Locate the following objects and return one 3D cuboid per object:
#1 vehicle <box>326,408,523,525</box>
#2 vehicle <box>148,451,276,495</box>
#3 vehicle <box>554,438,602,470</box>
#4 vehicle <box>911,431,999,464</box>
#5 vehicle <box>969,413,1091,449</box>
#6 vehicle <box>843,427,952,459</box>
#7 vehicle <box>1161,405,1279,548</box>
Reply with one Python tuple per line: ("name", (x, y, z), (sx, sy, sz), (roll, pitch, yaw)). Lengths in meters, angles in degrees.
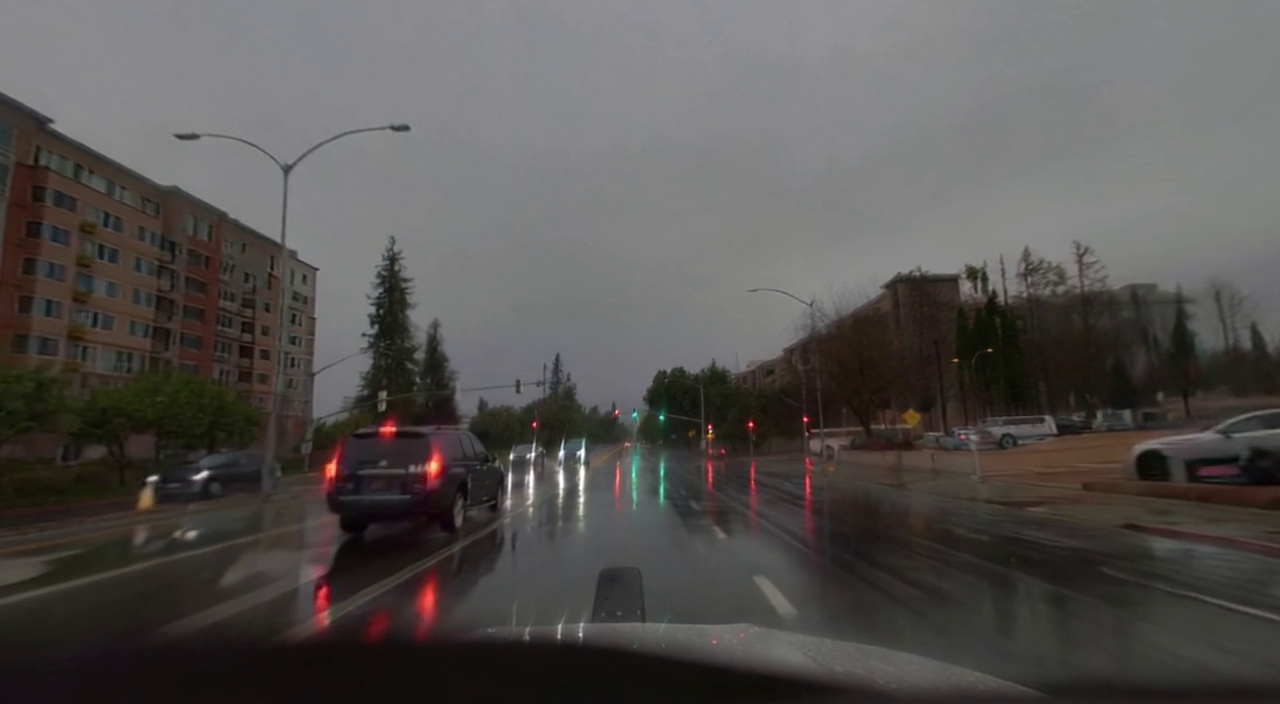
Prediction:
("vehicle", (-3.970, 2.230, 12.786), (2.220, 1.888, 4.904), (0, -8, 0))
("vehicle", (-15.979, 4.509, 23.895), (1.835, 1.448, 4.208), (0, -9, 0))
("vehicle", (-3.482, 5.822, 36.152), (2.180, 1.699, 4.485), (0, -8, 1))
("vehicle", (14.753, 4.503, 29.929), (1.865, 1.425, 4.439), (0, -8, 0))
("vehicle", (23.134, 4.739, 37.672), (5.656, 1.985, 2.187), (-1, -9, 3))
("vehicle", (15.601, 5.558, 38.514), (5.618, 1.857, 2.296), (0, -9, -2))
("vehicle", (10.002, 1.570, 8.164), (4.399, 1.722, 2.202), (-3, -9, 18))
